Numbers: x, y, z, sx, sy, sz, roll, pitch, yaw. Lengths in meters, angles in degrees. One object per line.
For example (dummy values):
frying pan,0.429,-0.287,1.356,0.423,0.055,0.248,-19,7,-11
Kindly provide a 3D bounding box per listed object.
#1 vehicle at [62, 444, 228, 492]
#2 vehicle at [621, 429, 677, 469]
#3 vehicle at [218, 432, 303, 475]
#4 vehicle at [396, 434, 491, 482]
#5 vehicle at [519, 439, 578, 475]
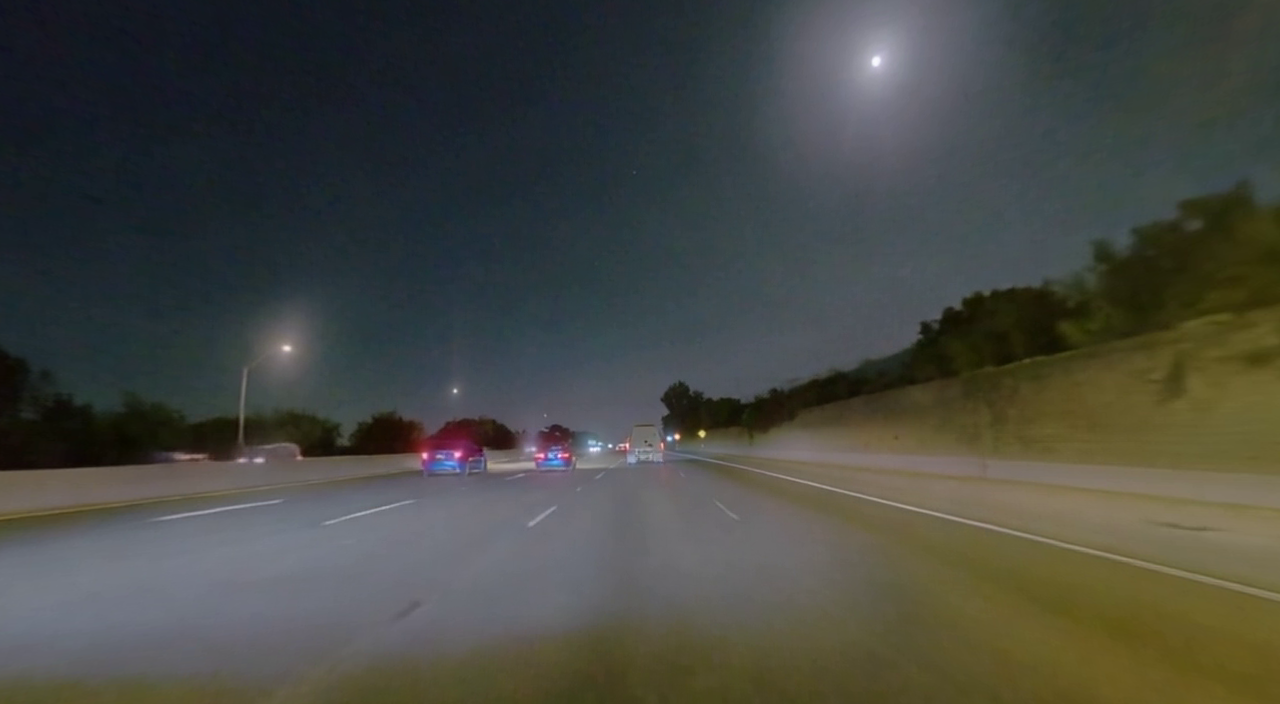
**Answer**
vehicle,-20.360,4.751,26.395,1.948,1.754,6.062,0,-9,1
vehicle,0.433,5.292,34.526,2.856,1.994,4.931,0,-8,0
vehicle,-24.647,6.604,41.146,2.396,2.608,4.808,0,-9,1
vehicle,-7.496,4.087,24.610,2.189,1.673,4.699,0,-9,0
vehicle,-4.041,4.720,28.576,2.000,1.512,4.371,0,-8,0
